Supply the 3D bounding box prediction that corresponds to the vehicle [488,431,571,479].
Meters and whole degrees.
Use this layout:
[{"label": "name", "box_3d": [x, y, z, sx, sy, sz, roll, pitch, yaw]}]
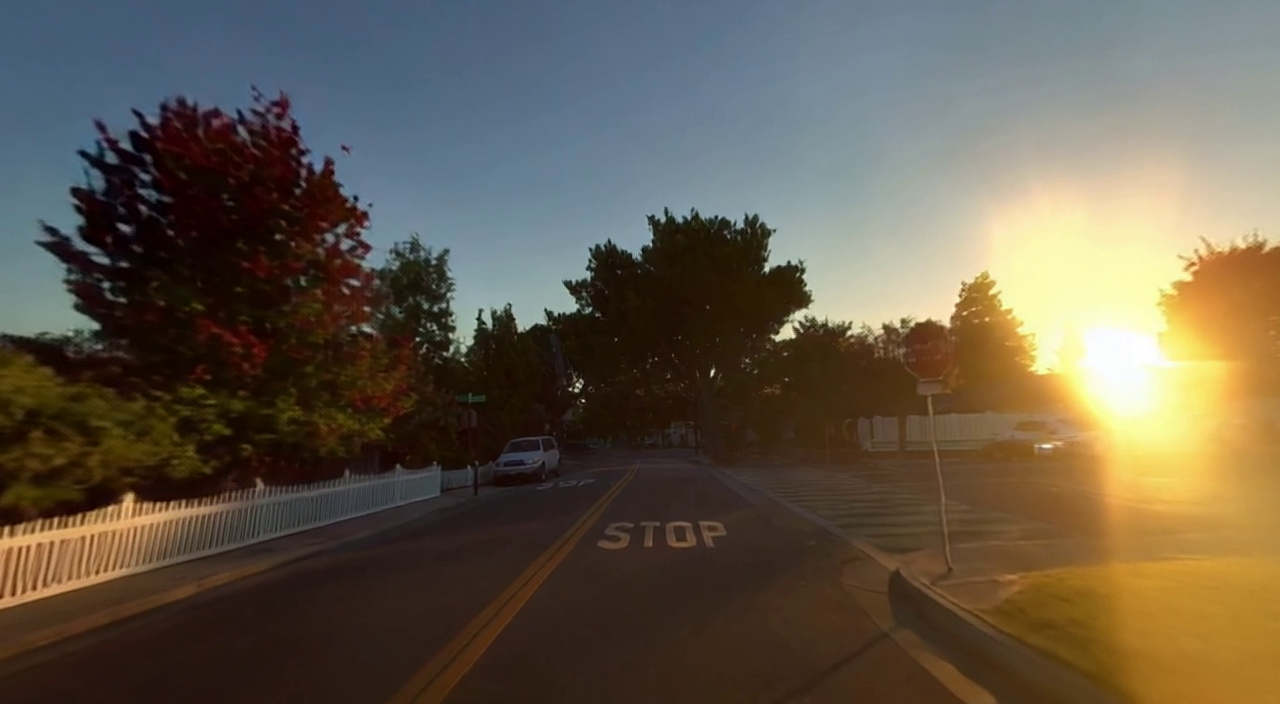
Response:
[{"label": "vehicle", "box_3d": [-4.832, 4.608, 28.730, 2.308, 1.899, 6.107, -1, -8, 4]}]
